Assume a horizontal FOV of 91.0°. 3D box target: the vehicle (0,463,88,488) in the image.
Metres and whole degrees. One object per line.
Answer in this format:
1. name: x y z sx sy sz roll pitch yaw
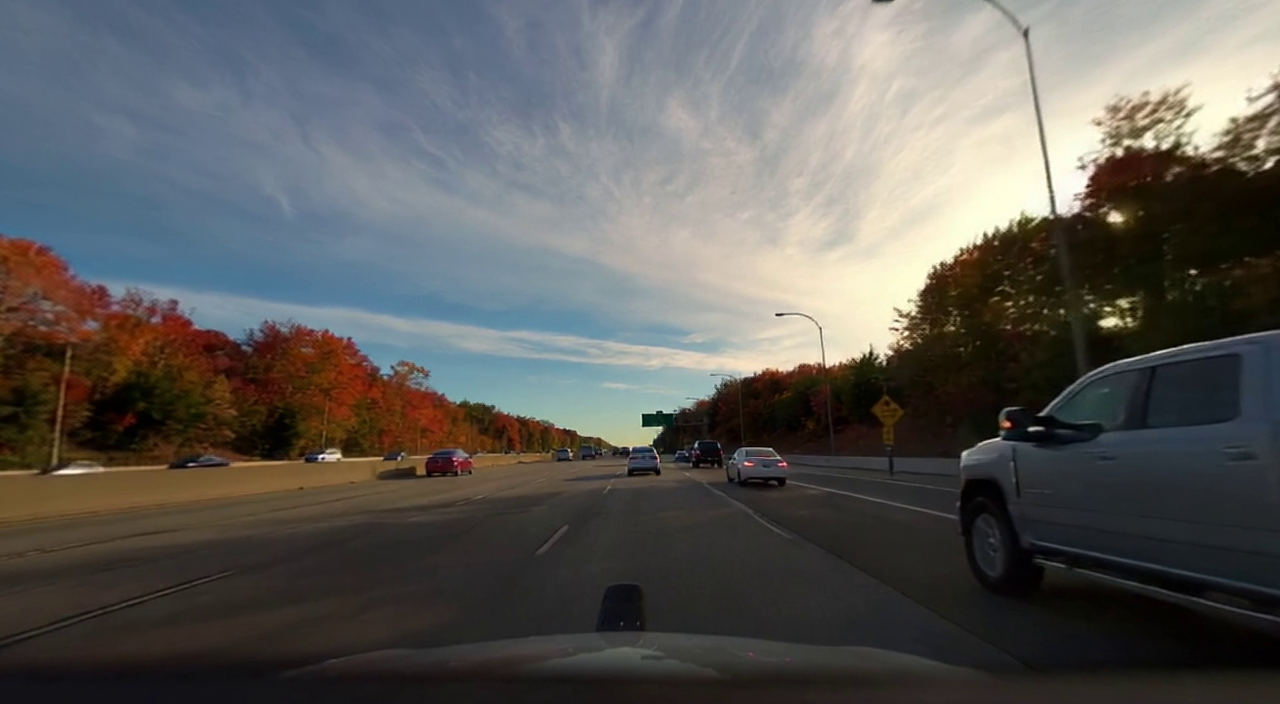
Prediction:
1. vehicle: -40.934 8.454 43.238 1.861 1.506 4.595 0 -9 1

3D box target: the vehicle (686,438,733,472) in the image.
1. vehicle: 4.343 6.562 40.334 2.388 1.998 5.749 0 -9 0

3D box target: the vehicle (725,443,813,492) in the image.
1. vehicle: 4.338 3.977 22.013 2.057 1.508 4.767 0 -9 0

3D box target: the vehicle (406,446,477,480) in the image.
1. vehicle: -9.783 5.494 31.438 1.989 1.529 4.433 0 -9 1

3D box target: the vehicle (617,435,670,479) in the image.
1. vehicle: 0.169 5.130 30.943 2.372 1.957 5.121 0 -9 1

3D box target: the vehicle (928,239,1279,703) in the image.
1. vehicle: 3.845 0.572 2.310 2.521 2.101 6.467 0 -9 0
